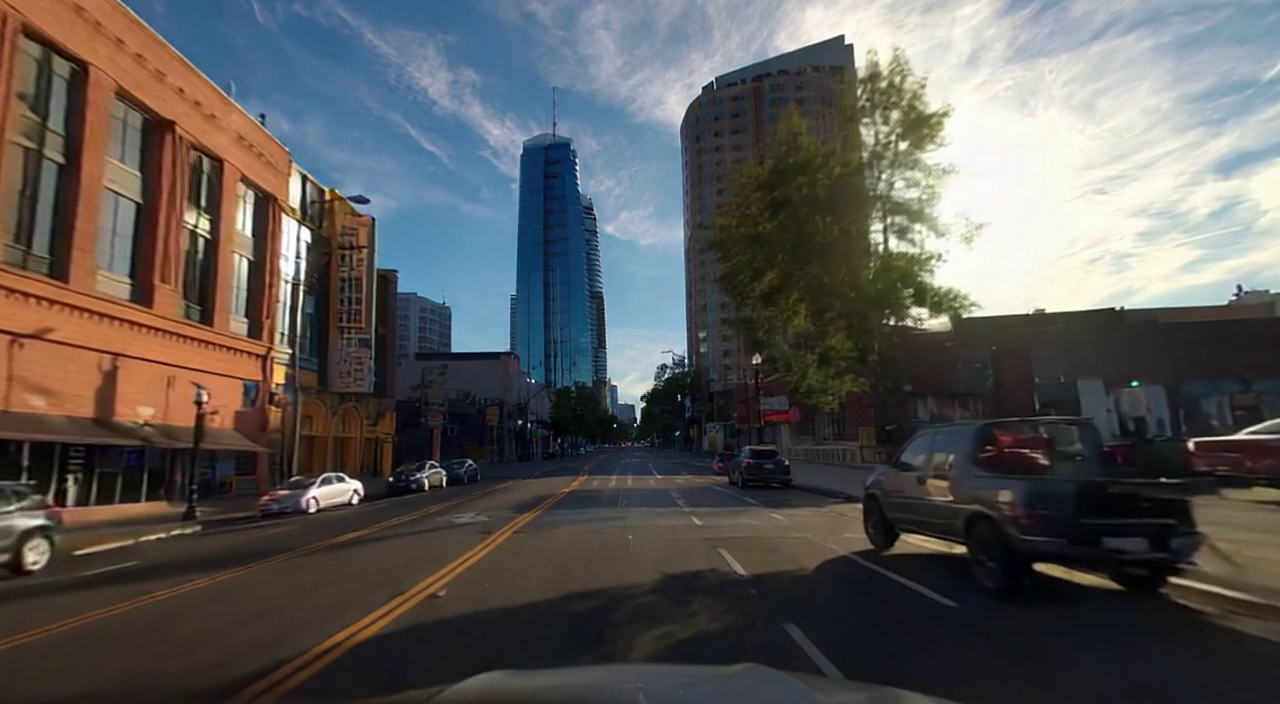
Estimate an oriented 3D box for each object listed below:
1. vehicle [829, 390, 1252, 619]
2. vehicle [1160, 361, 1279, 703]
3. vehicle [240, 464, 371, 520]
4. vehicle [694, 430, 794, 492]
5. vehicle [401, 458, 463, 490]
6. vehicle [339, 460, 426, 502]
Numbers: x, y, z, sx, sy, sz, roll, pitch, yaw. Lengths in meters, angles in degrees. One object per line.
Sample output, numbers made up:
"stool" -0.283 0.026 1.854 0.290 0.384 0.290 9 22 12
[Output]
"vehicle" 4.161 1.652 7.879 1.996 1.932 4.821 0 -8 -1
"vehicle" 3.843 0.638 0.824 2.118 1.779 5.121 -1 -8 3
"vehicle" -10.868 4.536 20.984 1.861 1.473 4.633 0 -8 -1
"vehicle" 3.559 3.896 23.031 2.492 1.909 5.830 0 -8 -1
"vehicle" -10.827 6.359 33.225 1.748 1.478 4.413 0 -8 0
"vehicle" -10.850 5.437 26.982 1.803 1.489 4.404 0 -8 1
